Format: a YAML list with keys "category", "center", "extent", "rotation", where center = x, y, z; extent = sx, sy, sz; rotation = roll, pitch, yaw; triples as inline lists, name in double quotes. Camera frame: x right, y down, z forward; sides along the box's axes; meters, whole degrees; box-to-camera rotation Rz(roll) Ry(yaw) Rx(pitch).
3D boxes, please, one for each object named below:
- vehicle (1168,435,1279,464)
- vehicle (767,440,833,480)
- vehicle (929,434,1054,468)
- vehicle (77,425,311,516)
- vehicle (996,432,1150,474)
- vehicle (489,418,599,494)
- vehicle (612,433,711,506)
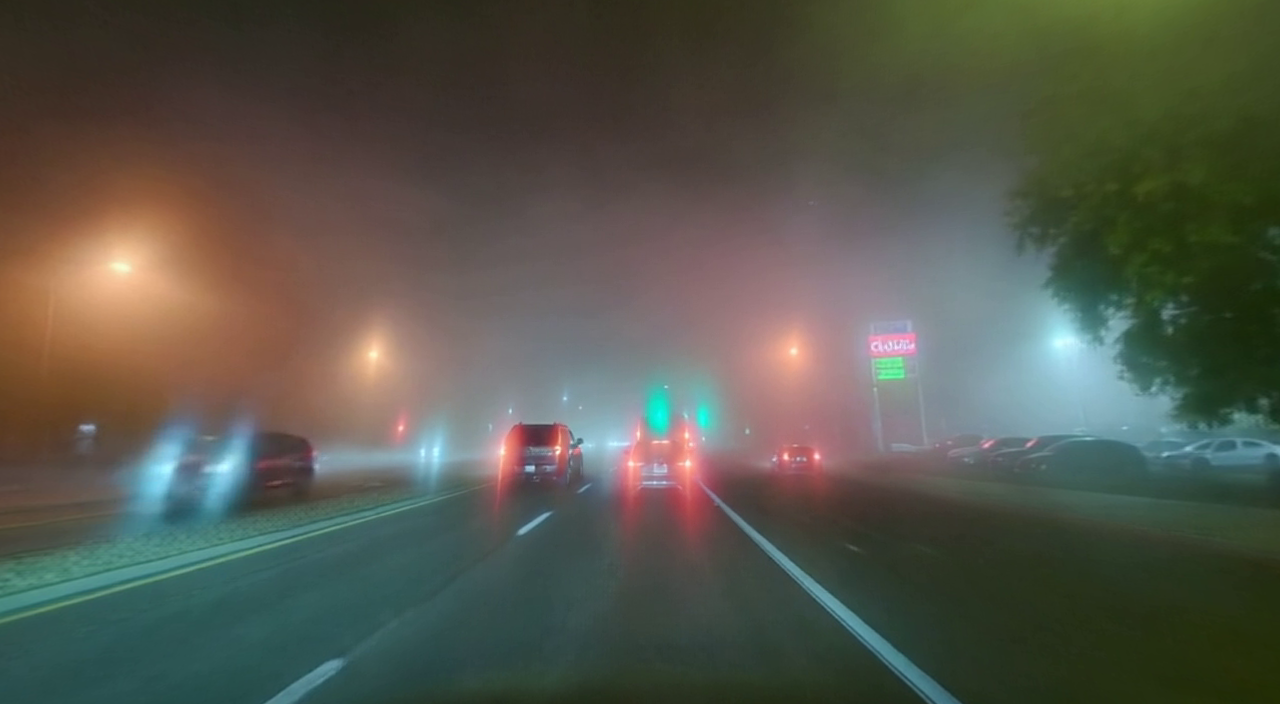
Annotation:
- category: "vehicle"
  center: [32.085, 5.320, 34.370]
  extent: [1.903, 1.447, 4.820]
  rotation: [1, -9, -11]
- category: "vehicle"
  center: [6.462, 4.382, 25.924]
  extent: [1.900, 1.507, 4.151]
  rotation: [-1, -8, 5]
- category: "vehicle"
  center: [15.627, 4.410, 28.184]
  extent: [4.436, 1.466, 1.875]
  rotation: [0, -8, -2]
- category: "vehicle"
  center: [-8.612, 2.304, 12.732]
  extent: [1.795, 1.508, 4.057]
  rotation: [0, -8, -1]
- category: "vehicle"
  center: [16.202, 3.781, 23.766]
  extent: [4.323, 1.496, 1.937]
  rotation: [0, -8, 0]
- category: "vehicle"
  center: [-2.655, 3.068, 18.950]
  extent: [2.289, 1.935, 5.227]
  rotation: [-1, -8, 2]
- category: "vehicle"
  center: [0.420, 2.755, 15.232]
  extent: [2.061, 1.494, 4.079]
  rotation: [0, -8, -1]
